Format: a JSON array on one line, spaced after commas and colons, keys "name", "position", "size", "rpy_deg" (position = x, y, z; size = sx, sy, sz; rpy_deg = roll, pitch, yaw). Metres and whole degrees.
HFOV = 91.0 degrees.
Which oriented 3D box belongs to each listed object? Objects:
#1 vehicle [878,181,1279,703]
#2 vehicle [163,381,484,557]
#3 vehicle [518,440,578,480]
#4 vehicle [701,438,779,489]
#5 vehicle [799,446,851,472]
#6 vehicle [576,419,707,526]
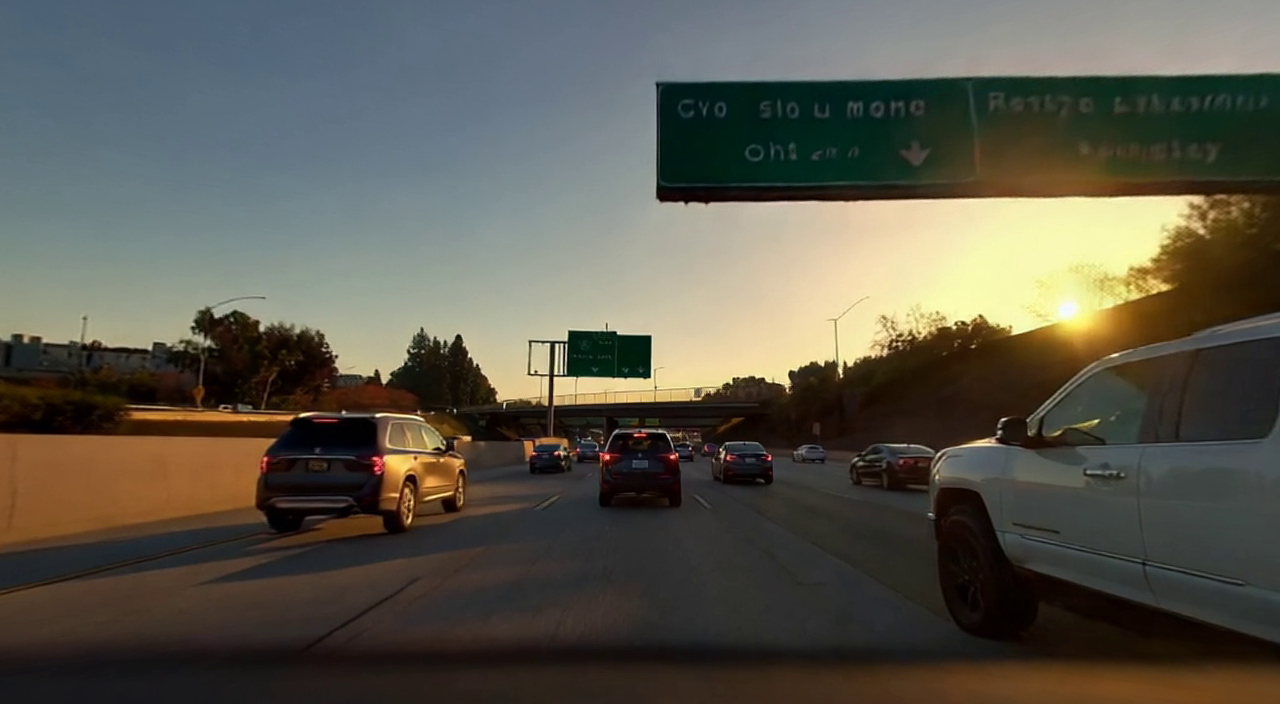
[{"name": "vehicle", "position": [3.481, 0.693, 3.428], "size": [2.300, 2.242, 5.327], "rpy_deg": [0, -9, 1]}, {"name": "vehicle", "position": [-4.575, 1.859, 10.693], "size": [2.212, 2.101, 6.052], "rpy_deg": [0, -9, 1]}, {"name": "vehicle", "position": [-4.112, 4.900, 28.882], "size": [1.982, 1.655, 4.604], "rpy_deg": [0, -9, 1]}, {"name": "vehicle", "position": [3.504, 3.997, 22.951], "size": [2.022, 1.633, 4.651], "rpy_deg": [1, -9, -1]}, {"name": "vehicle", "position": [11.967, 6.940, 41.115], "size": [1.797, 1.557, 4.653], "rpy_deg": [1, -9, -2]}, {"name": "vehicle", "position": [0.036, 2.337, 12.673], "size": [2.181, 1.756, 4.167], "rpy_deg": [0, -9, 0]}]
